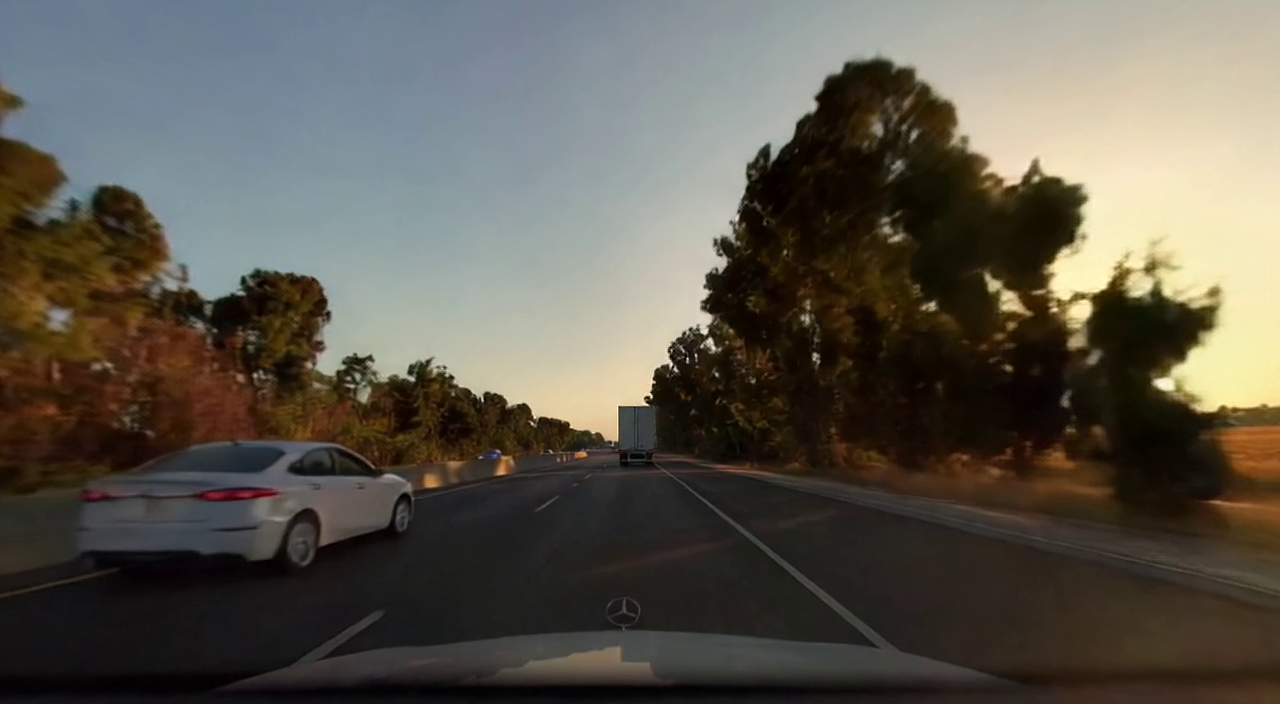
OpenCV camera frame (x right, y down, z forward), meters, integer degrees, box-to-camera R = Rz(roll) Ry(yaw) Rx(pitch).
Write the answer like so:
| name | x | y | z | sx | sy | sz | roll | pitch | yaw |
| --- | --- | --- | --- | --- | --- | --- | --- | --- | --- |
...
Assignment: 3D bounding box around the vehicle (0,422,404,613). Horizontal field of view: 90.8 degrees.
| name | x | y | z | sx | sy | sz | roll | pitch | yaw |
| --- | --- | --- | --- | --- | --- | --- | --- | --- | --- |
| vehicle | -4.320 | 1.615 | 6.948 | 1.937 | 1.493 | 3.779 | 0 | -9 | 0 |
